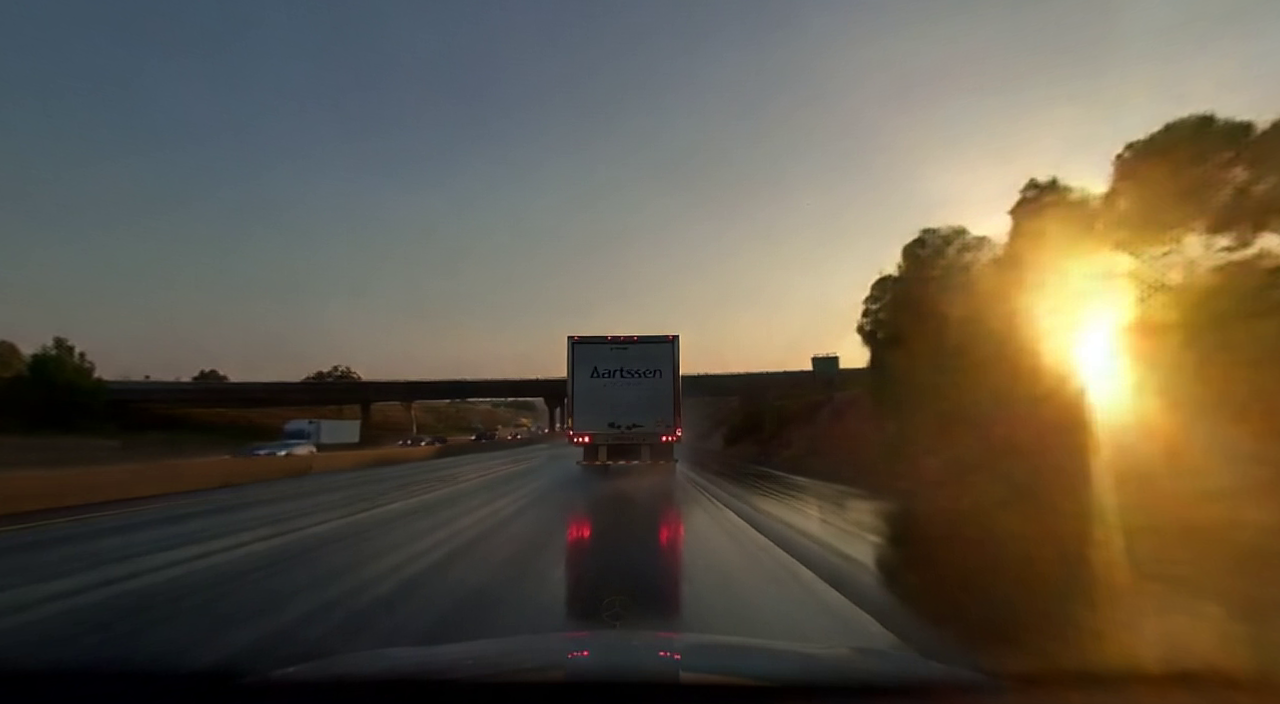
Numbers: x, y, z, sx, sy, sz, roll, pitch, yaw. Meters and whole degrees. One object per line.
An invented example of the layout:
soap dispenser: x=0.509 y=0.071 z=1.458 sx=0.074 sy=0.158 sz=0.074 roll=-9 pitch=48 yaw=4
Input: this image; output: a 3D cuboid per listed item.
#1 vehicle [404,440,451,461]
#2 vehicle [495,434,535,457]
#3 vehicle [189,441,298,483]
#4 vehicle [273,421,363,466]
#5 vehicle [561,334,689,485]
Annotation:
vehicle: x=-15.945 y=7.400 z=47.408 sx=1.924 sy=1.498 sz=4.565 roll=0 pitch=-8 yaw=1
vehicle: x=-8.575 y=6.461 z=43.567 sx=1.940 sy=1.488 sz=3.976 roll=0 pitch=-8 yaw=0
vehicle: x=-16.386 y=4.513 z=26.253 sx=1.911 sy=1.562 sz=4.014 roll=0 pitch=-8 yaw=0
vehicle: x=-20.016 y=5.713 z=39.472 sx=2.263 sy=2.534 sz=6.175 roll=0 pitch=-8 yaw=1
vehicle: x=-0.415 y=2.255 z=22.493 sx=3.442 sy=4.106 sz=10.719 roll=0 pitch=-8 yaw=0
